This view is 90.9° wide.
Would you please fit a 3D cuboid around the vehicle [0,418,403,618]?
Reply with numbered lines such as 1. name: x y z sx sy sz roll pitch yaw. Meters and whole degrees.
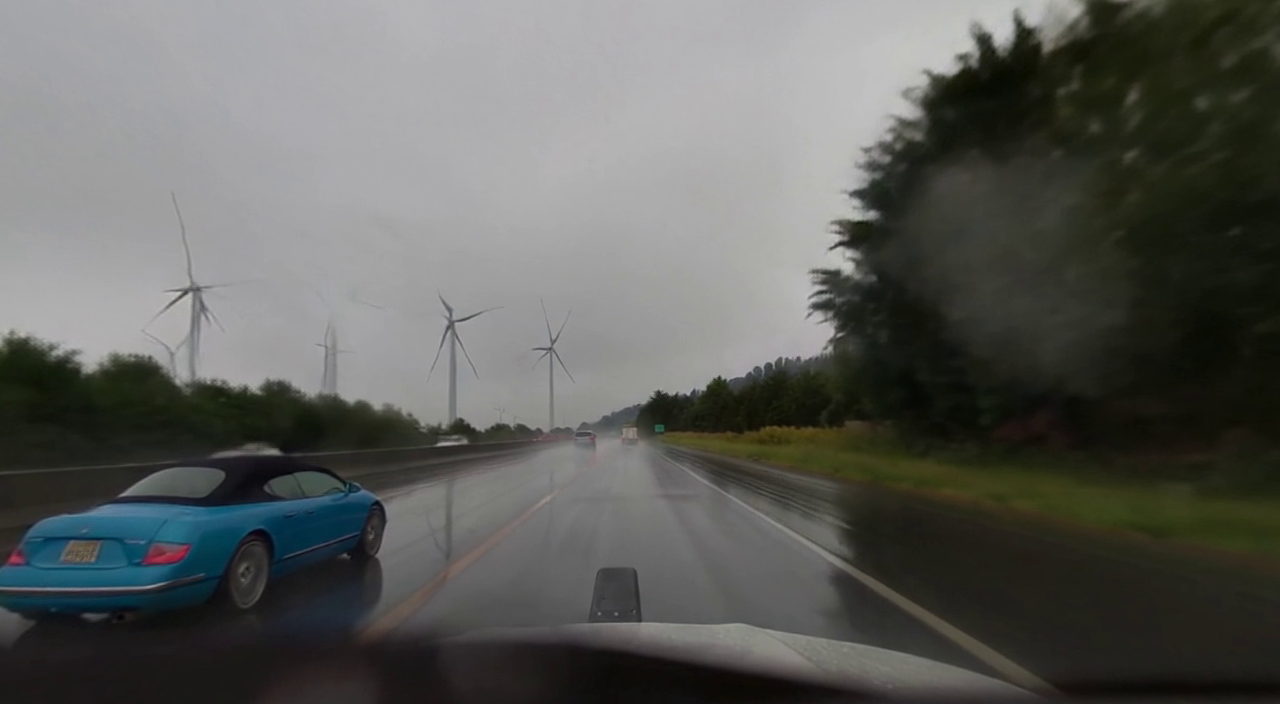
1. vehicle: -4.266 1.475 6.664 1.969 1.413 4.194 0 -8 -1

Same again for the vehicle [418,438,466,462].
1. vehicle: -12.848 6.354 41.188 1.832 1.478 4.282 0 -8 -1

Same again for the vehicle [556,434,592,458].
1. vehicle: -4.209 6.040 40.734 2.024 1.456 3.754 0 -8 -1
